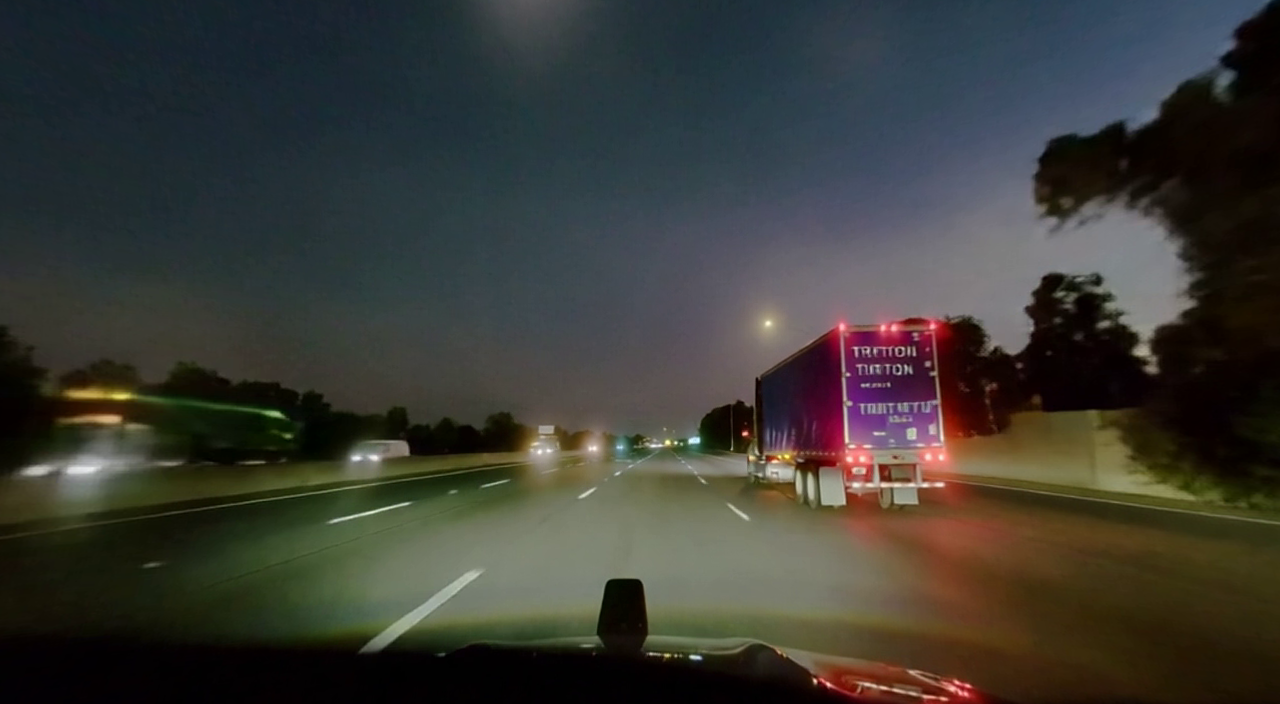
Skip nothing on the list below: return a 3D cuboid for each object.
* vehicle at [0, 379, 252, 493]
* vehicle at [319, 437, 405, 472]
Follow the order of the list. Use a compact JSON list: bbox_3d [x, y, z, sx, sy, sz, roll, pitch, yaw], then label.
[{"bbox_3d":[-21.615,3.639,27.039,3.007,3.884,10.521,0,-8,1],"label":"vehicle"},{"bbox_3d":[-17.553,6.476,40.276,2.416,2.039,6.351,0,-8,2],"label":"vehicle"}]
